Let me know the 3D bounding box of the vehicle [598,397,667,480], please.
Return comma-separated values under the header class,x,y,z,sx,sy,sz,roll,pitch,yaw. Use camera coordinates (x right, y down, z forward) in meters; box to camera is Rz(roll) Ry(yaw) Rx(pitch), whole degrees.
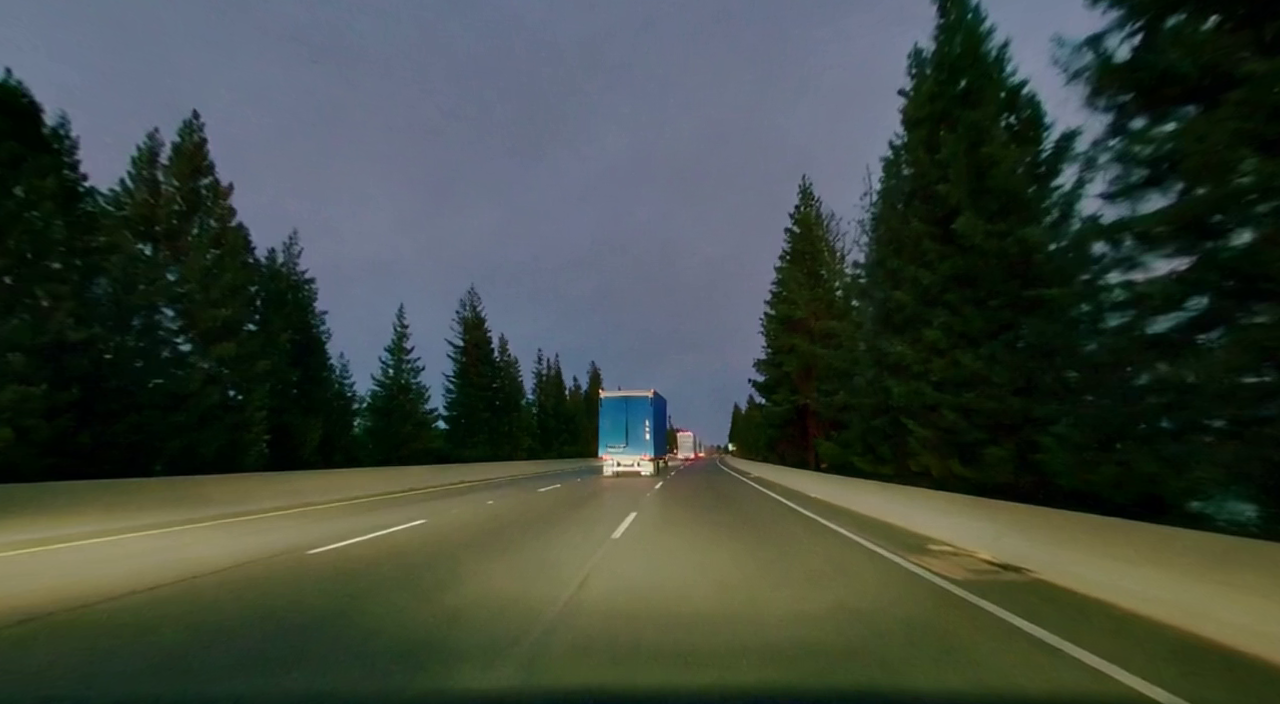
class,x,y,z,sx,sy,sz,roll,pitch,yaw
vehicle,-0.149,4.742,34.075,2.821,3.878,8.925,-1,-9,5
